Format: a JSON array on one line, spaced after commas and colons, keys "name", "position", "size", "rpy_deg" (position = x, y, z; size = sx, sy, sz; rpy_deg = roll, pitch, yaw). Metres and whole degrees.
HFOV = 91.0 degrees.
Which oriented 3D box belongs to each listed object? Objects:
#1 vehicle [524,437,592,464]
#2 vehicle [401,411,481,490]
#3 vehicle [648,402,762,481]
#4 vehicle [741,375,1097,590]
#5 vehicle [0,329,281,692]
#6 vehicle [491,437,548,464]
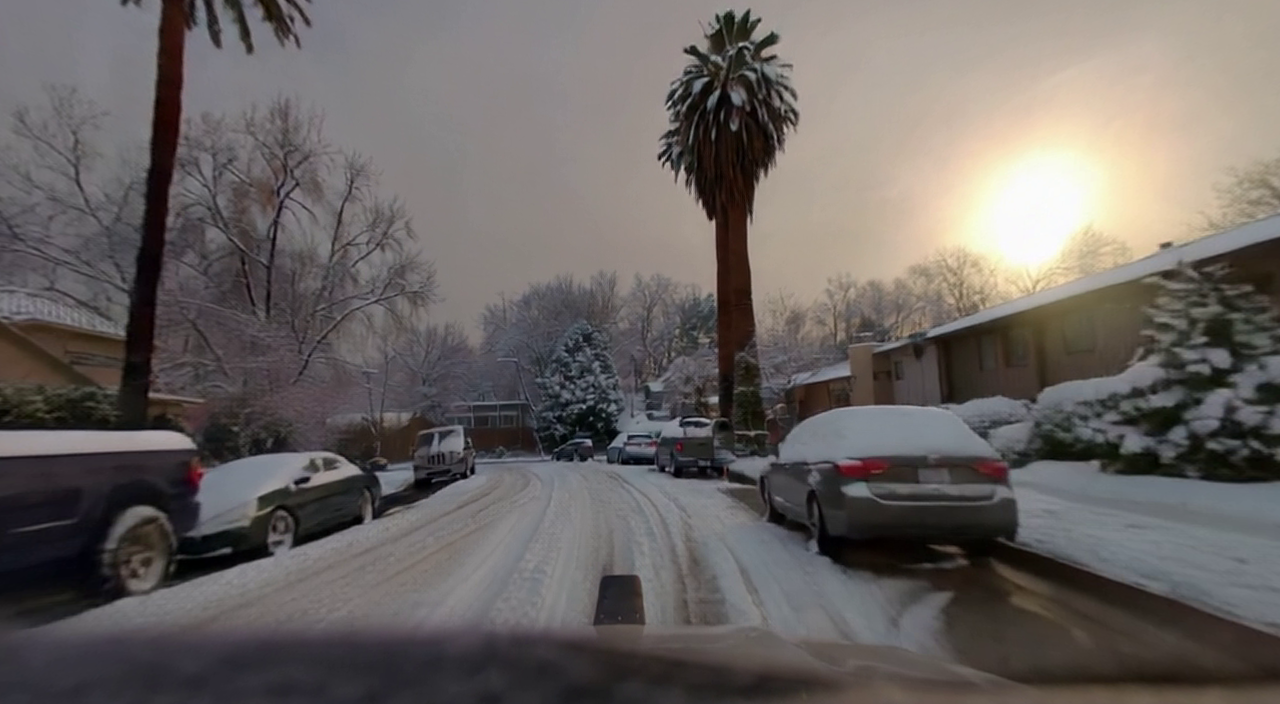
[{"name": "vehicle", "position": [-5.093, 6.025, 38.536], "size": [2.108, 1.503, 4.977], "rpy_deg": [5, -10, -33]}, {"name": "vehicle", "position": [-7.425, 3.714, 23.803], "size": [2.337, 2.289, 6.092], "rpy_deg": [-6, -7, -17]}, {"name": "vehicle", "position": [1.716, 2.659, 18.657], "size": [2.139, 1.997, 4.864], "rpy_deg": [1, -8, -9]}, {"name": "vehicle", "position": [2.519, 1.343, 7.235], "size": [2.076, 1.658, 4.604], "rpy_deg": [0, -8, 2]}, {"name": "vehicle", "position": [-5.249, 0.878, 3.237], "size": [2.624, 2.178, 6.522], "rpy_deg": [-1, -8, 4]}, {"name": "vehicle", "position": [-8.276, 6.718, 42.966], "size": [1.918, 1.753, 4.655], "rpy_deg": [6, -10, -37]}]
